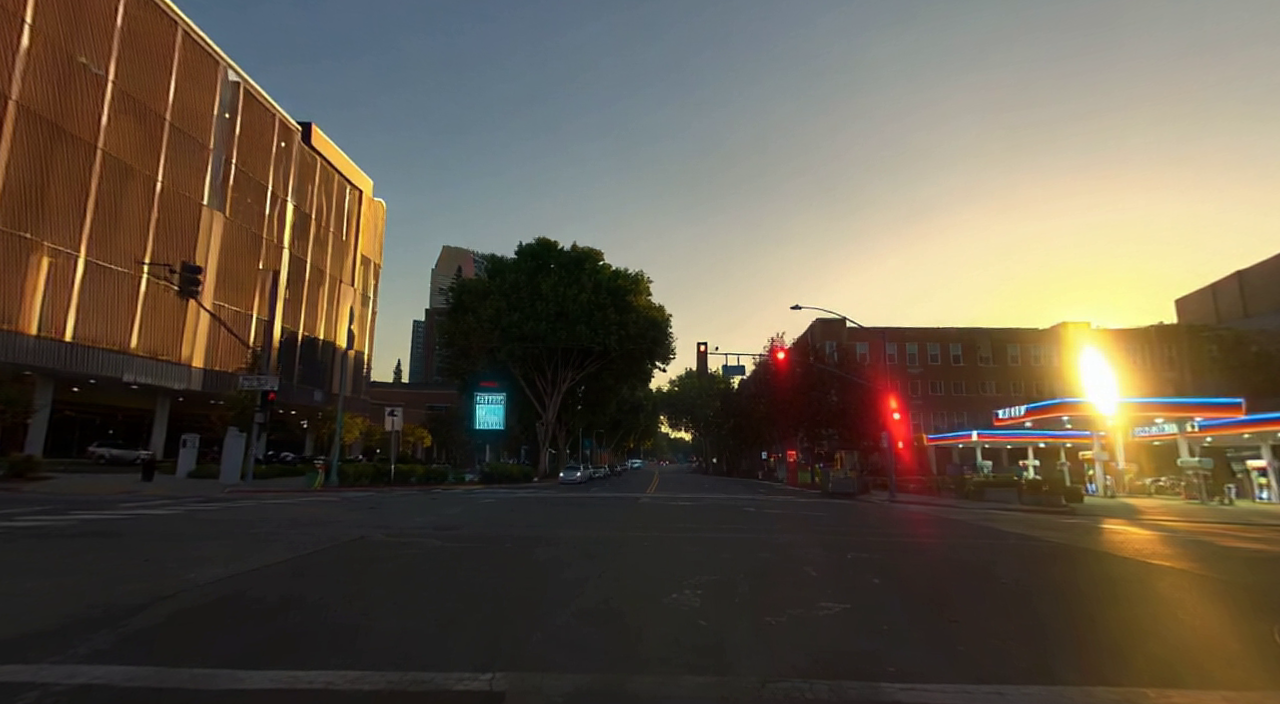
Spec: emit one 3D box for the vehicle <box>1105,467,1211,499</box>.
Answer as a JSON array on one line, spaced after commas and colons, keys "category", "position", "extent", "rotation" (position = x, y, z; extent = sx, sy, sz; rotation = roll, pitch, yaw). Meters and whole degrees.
[{"category": "vehicle", "position": [28.034, 7.071, 34.319], "extent": [1.897, 1.466, 4.211], "rotation": [1, -8, -6]}]
